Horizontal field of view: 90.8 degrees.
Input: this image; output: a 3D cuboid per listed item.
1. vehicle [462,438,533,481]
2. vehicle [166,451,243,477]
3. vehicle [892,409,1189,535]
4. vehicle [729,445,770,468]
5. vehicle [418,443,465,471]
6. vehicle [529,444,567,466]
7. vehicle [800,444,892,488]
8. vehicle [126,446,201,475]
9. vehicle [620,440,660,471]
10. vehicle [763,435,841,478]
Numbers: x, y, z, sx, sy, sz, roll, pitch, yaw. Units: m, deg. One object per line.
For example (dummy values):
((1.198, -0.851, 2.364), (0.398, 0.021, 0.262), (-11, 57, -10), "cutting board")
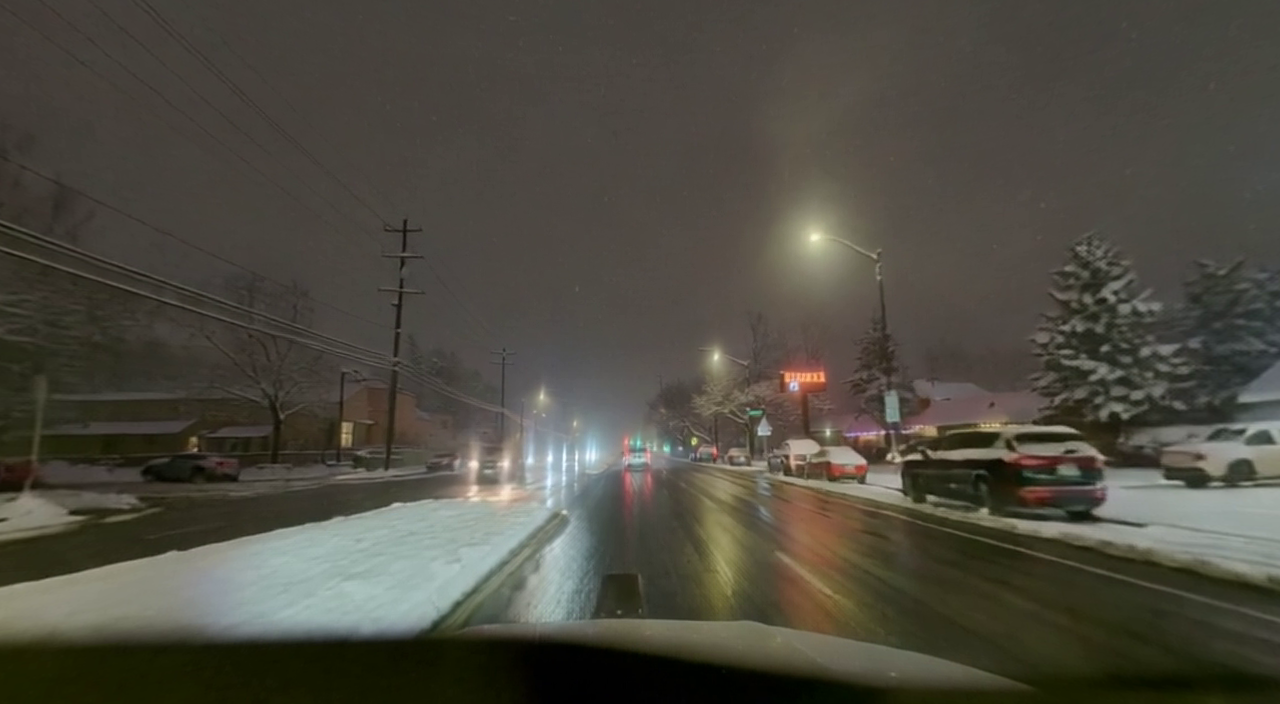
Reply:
((-6.140, 4.647, 27.757), (2.096, 1.702, 4.244), (0, -8, 0), "vehicle")
((-26.347, 6.723, 38.203), (4.391, 1.435, 2.011), (-5, -9, 29), "vehicle")
((7.675, 2.366, 13.253), (2.370, 2.022, 5.918), (0, -8, 0), "vehicle")
((7.614, 7.260, 44.245), (1.936, 1.479, 4.736), (0, -8, -1), "vehicle")
((-14.518, 7.689, 46.499), (1.981, 1.761, 4.652), (-2, -7, 0), "vehicle")
((-6.573, 7.459, 45.850), (2.018, 1.466, 4.631), (0, -8, 1), "vehicle")
((7.752, 4.312, 24.276), (1.833, 1.475, 4.648), (0, -8, -2), "vehicle")
((-30.700, 6.949, 40.683), (4.448, 1.788, 2.003), (-4, -9, 28), "vehicle")
((-0.041, 5.598, 34.384), (2.067, 1.547, 4.513), (0, -8, -1), "vehicle")
((7.673, 4.982, 30.542), (2.188, 1.903, 5.324), (0, -8, -2), "vehicle")
